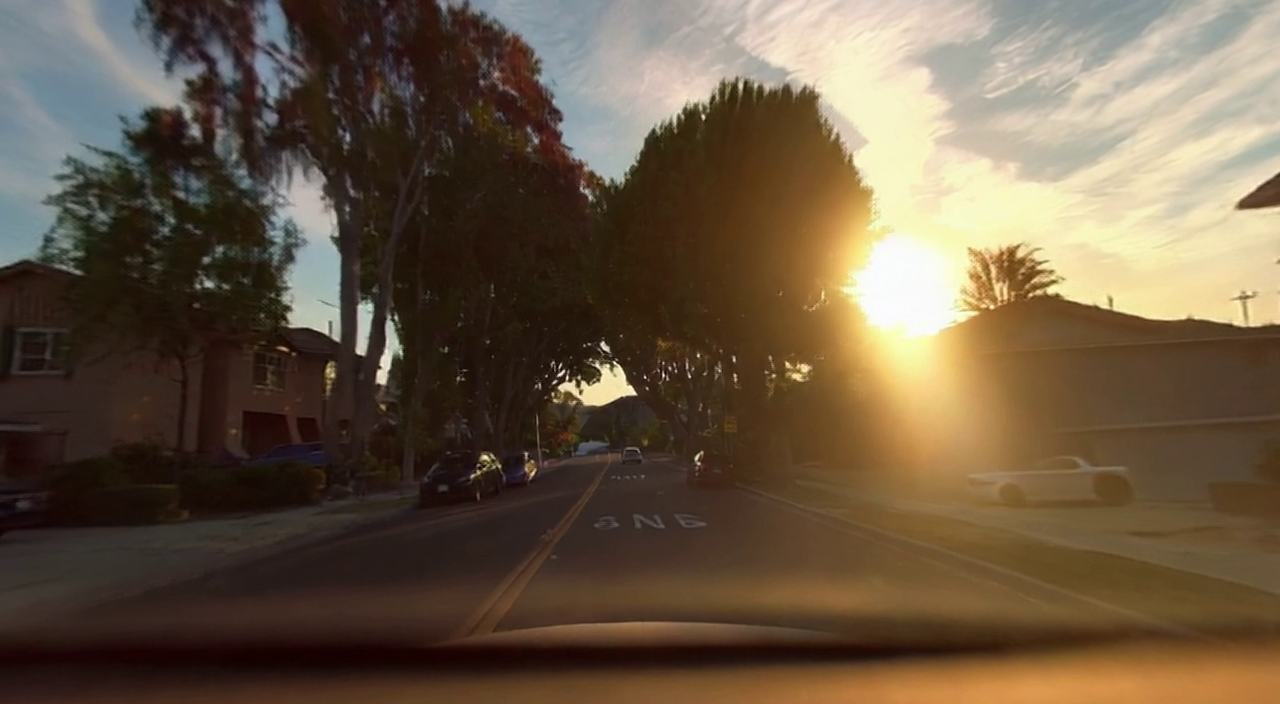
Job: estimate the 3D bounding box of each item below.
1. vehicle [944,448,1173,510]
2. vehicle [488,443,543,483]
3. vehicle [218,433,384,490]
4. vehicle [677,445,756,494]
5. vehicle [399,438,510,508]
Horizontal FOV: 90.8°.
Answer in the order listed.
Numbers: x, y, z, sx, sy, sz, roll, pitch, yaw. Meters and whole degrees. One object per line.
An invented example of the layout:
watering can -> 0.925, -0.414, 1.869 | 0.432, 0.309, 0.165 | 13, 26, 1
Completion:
vehicle -> 10.722, 3.250, 16.441 | 4.628, 1.403, 1.926 | 0, -9, -3
vehicle -> -6.449, 5.842, 33.187 | 2.027, 1.803, 4.306 | -4, -10, -1
vehicle -> -13.230, 4.298, 24.945 | 5.234, 2.076, 2.197 | 0, -9, 1
vehicle -> 2.549, 4.047, 22.209 | 2.047, 1.532, 4.350 | 0, -9, -3
vehicle -> -5.898, 3.842, 20.848 | 2.155, 1.907, 5.100 | -2, -7, 0
